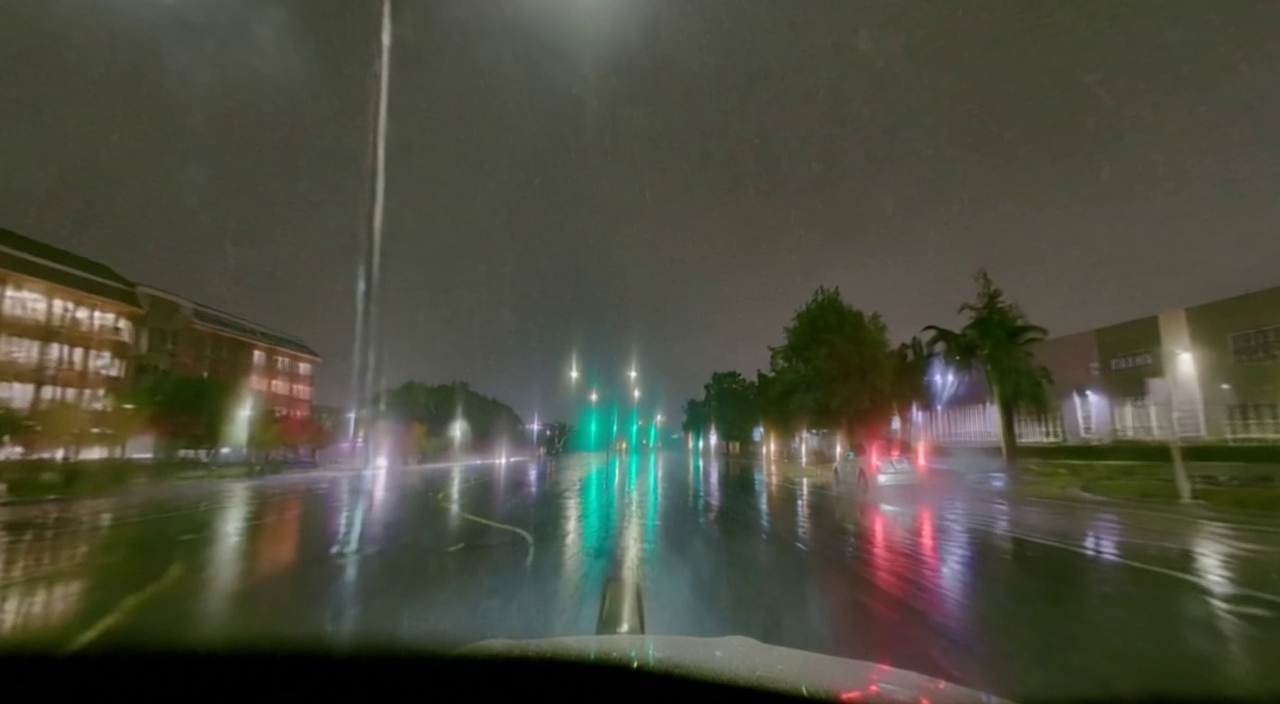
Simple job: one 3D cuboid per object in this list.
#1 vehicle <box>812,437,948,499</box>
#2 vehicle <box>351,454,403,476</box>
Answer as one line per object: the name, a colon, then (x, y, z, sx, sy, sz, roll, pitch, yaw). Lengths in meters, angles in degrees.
vehicle: (6.602, 3.240, 18.074, 1.913, 1.504, 4.738, 0, -8, -1)
vehicle: (-19.292, 8.284, 46.578, 1.895, 1.458, 4.586, -3, -9, 0)
